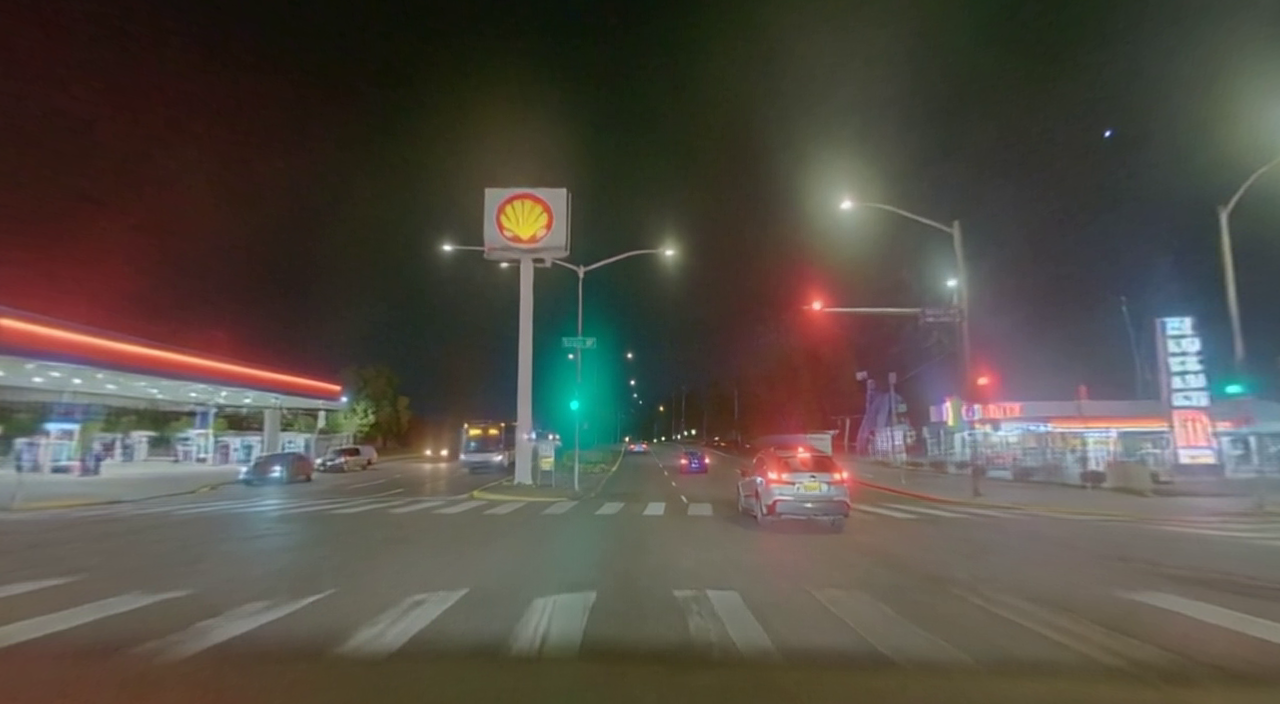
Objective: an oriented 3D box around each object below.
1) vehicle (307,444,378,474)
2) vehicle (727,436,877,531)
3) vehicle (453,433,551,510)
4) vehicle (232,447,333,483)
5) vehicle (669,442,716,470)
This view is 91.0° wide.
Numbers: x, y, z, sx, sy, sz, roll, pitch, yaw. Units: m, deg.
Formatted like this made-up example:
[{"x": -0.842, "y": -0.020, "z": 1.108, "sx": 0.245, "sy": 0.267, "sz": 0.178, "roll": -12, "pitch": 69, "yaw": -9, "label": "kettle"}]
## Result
[{"x": -17.974, "y": 6.457, "z": 38.307, "sx": 2.079, "sy": 1.672, "sz": 4.333, "roll": -1, "pitch": -8, "yaw": 2, "label": "vehicle"}, {"x": 3.198, "y": 2.680, "z": 13.457, "sx": 1.999, "sy": 1.679, "sz": 4.217, "roll": 0, "pitch": -8, "yaw": -1, "label": "vehicle"}, {"x": -3.736, "y": 3.443, "z": 17.929, "sx": 2.189, "sy": 1.836, "sz": 4.693, "roll": 0, "pitch": -12, "yaw": -6, "label": "vehicle"}, {"x": -17.827, "y": 5.643, "z": 31.743, "sx": 1.956, "sy": 1.634, "sz": 5.000, "roll": -1, "pitch": -8, "yaw": 3, "label": "vehicle"}, {"x": 2.894, "y": 5.842, "z": 35.658, "sx": 2.282, "sy": 1.458, "sz": 4.362, "roll": 0, "pitch": -8, "yaw": -1, "label": "vehicle"}]
